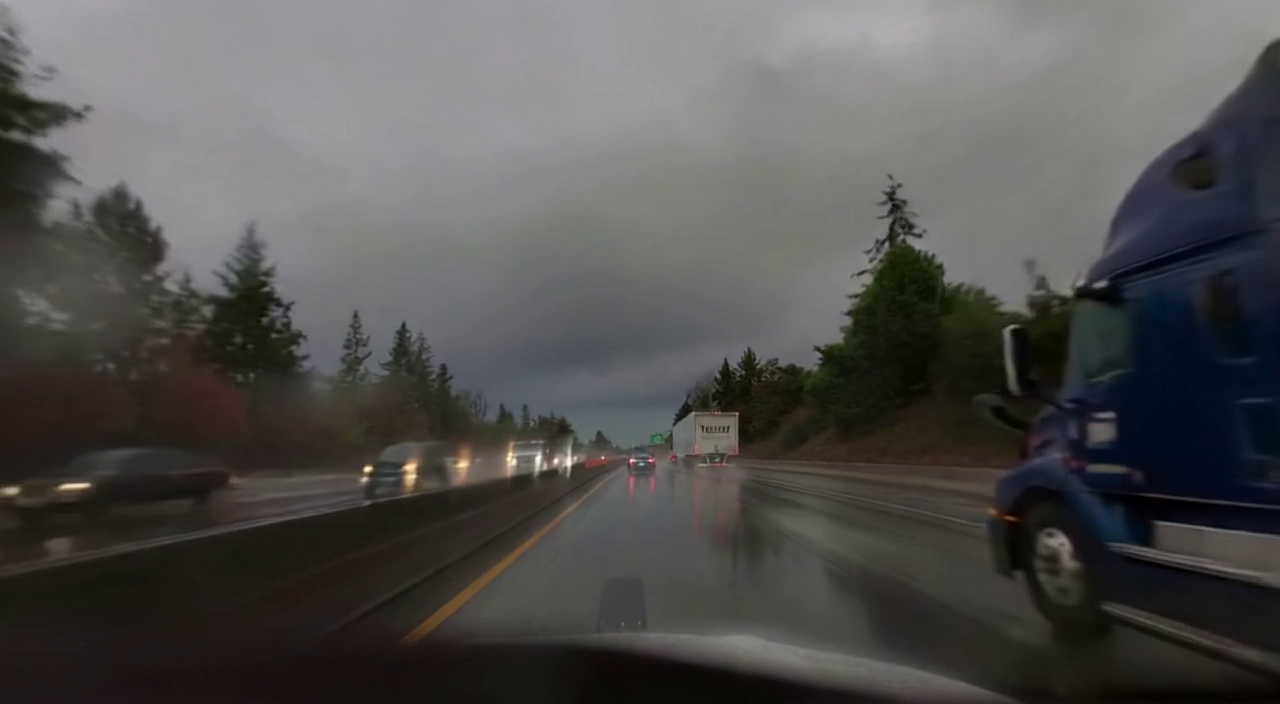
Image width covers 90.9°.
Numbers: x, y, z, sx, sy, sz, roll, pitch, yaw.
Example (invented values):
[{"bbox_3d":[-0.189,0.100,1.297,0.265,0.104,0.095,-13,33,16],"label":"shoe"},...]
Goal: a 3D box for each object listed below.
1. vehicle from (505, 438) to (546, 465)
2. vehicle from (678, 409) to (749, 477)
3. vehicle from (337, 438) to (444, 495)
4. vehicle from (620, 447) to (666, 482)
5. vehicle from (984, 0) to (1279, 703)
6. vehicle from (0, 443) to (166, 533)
[{"bbox_3d":[-7.772,6.793,43.110,1.952,1.755,4.079,0,-9,0],"label":"vehicle"},{"bbox_3d":[4.408,5.938,40.728,2.885,3.679,12.102,0,-9,-1],"label":"vehicle"},{"bbox_3d":[-8.229,3.807,21.180,2.028,1.702,3.667,0,-9,1],"label":"vehicle"},{"bbox_3d":[0.131,5.104,28.835,1.939,1.495,3.612,0,-9,0],"label":"vehicle"},{"bbox_3d":[4.461,-0.273,2.091,3.041,3.923,6.030,0,-9,0],"label":"vehicle"},{"bbox_3d":[-12.403,2.686,12.810,1.922,1.586,4.633,0,-9,0],"label":"vehicle"}]
